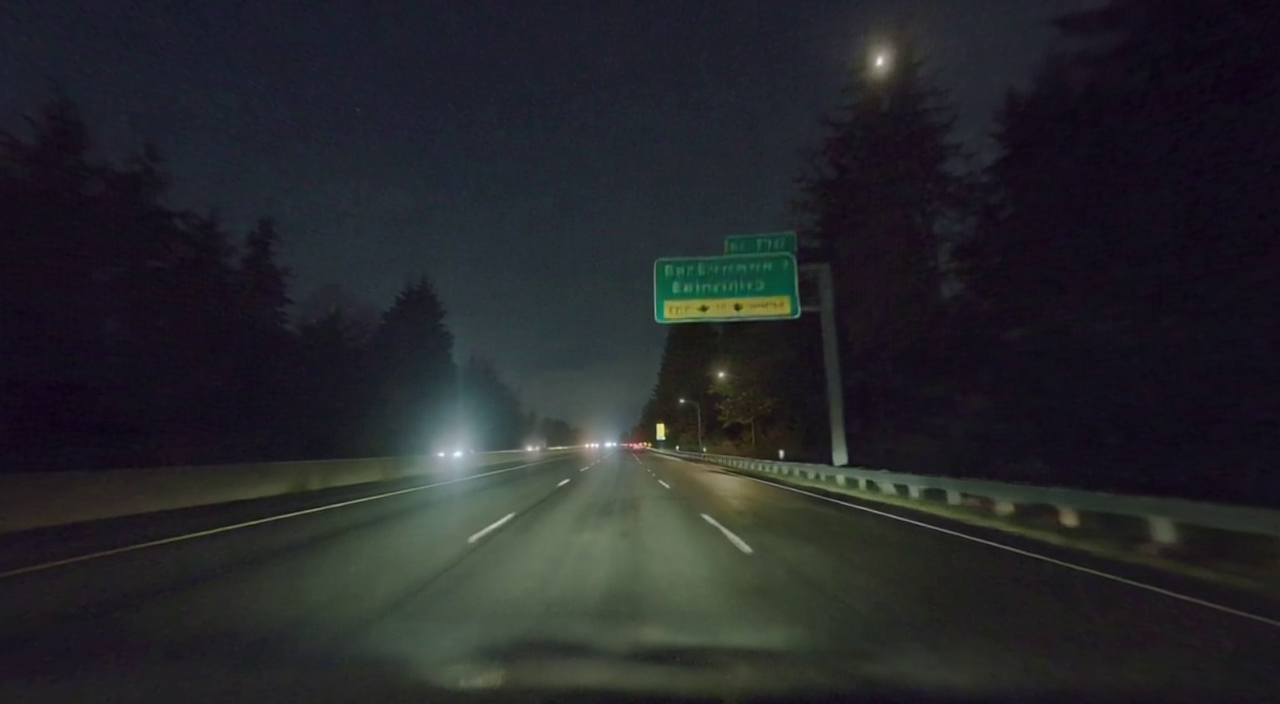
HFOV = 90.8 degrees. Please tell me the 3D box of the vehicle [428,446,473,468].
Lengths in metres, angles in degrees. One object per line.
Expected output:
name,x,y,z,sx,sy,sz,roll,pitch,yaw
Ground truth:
vehicle,-13.838,7.703,46.382,1.982,1.480,4.549,0,-9,-1
